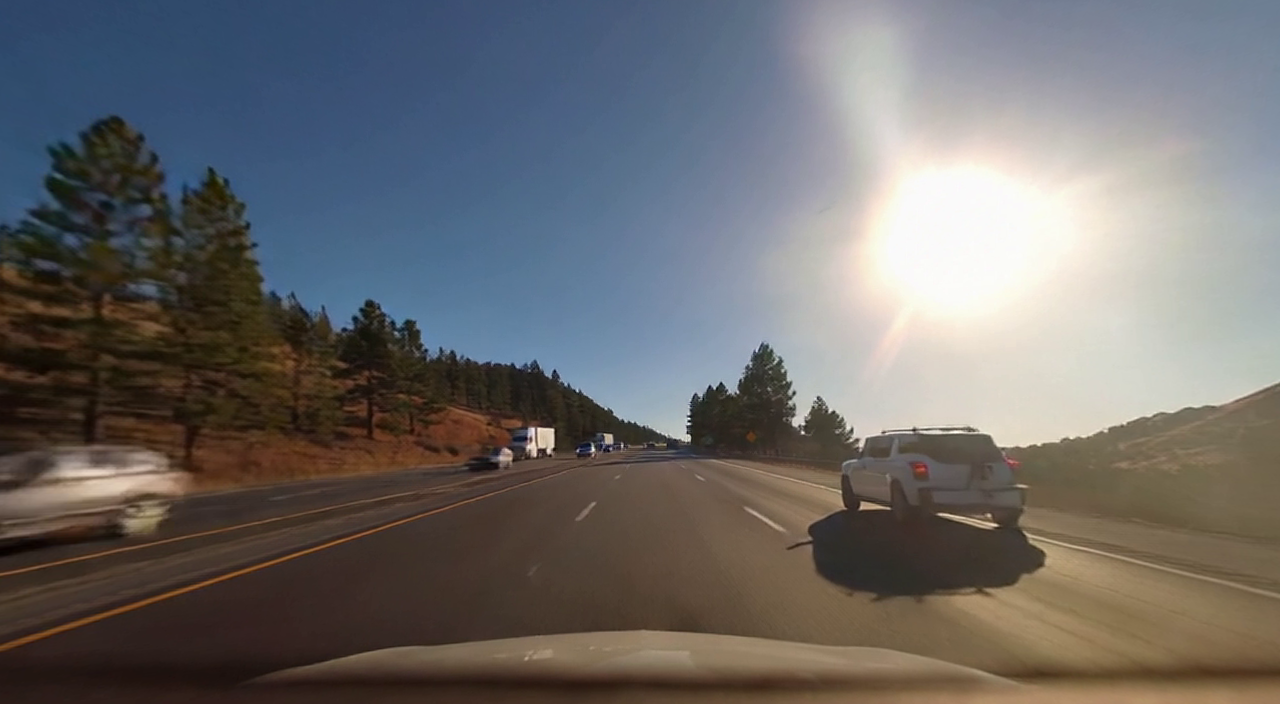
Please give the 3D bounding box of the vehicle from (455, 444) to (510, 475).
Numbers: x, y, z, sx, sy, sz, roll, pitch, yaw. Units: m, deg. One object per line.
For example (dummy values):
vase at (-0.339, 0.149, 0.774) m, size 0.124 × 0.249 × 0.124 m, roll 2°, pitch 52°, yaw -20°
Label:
vehicle at (-9.025, 6.198, 36.548) m, size 1.909 × 1.640 × 4.518 m, roll -1°, pitch -8°, yaw 2°

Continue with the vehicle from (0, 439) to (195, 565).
vehicle at (-9.220, 2.090, 9.205) m, size 2.062 × 1.597 × 4.608 m, roll 0°, pitch -8°, yaw 0°

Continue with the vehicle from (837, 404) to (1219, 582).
vehicle at (4.531, 1.724, 8.608) m, size 2.098 × 1.703 × 4.862 m, roll 0°, pitch -8°, yaw 0°
